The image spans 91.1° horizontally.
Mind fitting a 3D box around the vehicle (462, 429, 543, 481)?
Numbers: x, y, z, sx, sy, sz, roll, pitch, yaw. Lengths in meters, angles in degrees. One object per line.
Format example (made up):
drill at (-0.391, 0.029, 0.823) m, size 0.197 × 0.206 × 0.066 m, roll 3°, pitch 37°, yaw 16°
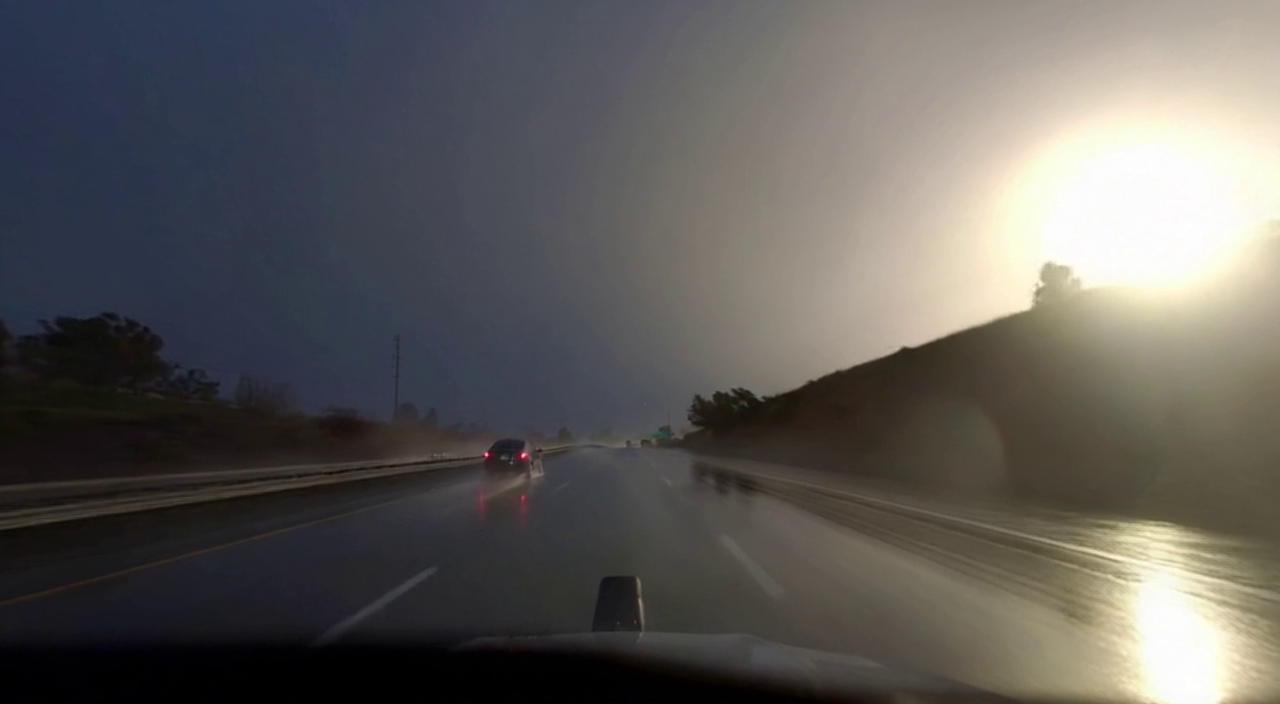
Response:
vehicle at (-4.834, 3.682, 22.799) m, size 2.063 × 1.661 × 4.439 m, roll 2°, pitch -8°, yaw -2°
